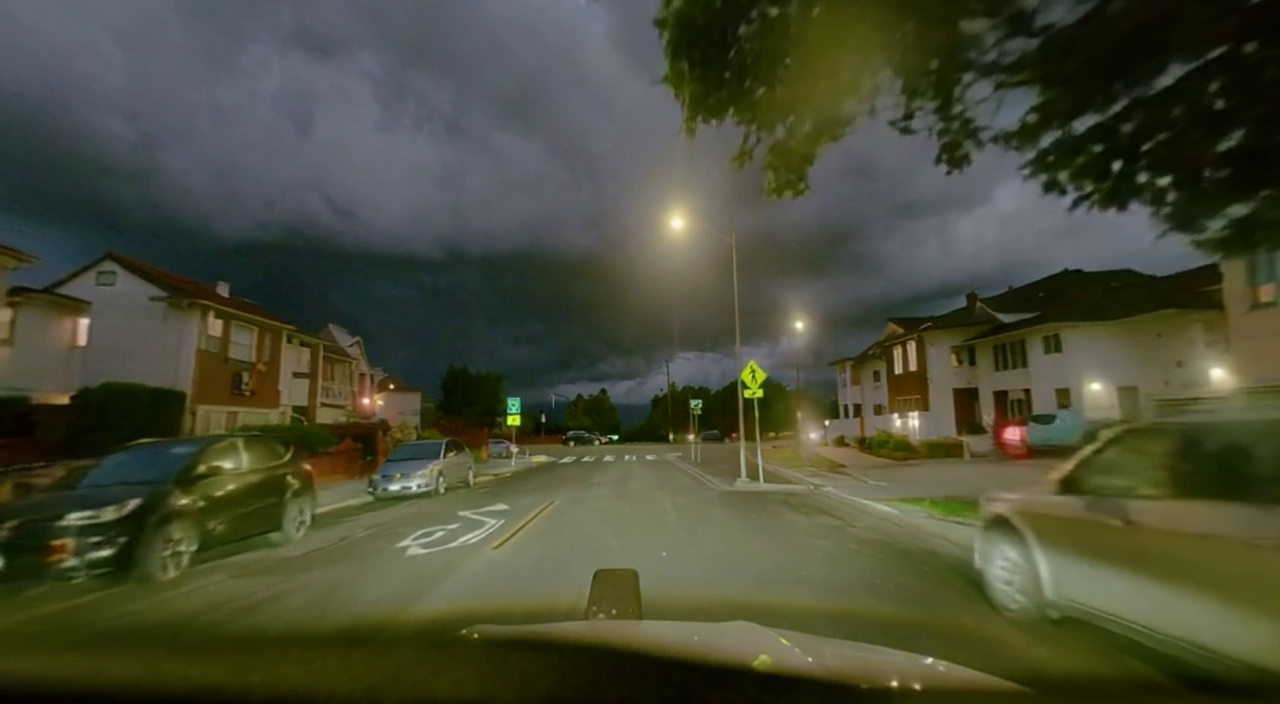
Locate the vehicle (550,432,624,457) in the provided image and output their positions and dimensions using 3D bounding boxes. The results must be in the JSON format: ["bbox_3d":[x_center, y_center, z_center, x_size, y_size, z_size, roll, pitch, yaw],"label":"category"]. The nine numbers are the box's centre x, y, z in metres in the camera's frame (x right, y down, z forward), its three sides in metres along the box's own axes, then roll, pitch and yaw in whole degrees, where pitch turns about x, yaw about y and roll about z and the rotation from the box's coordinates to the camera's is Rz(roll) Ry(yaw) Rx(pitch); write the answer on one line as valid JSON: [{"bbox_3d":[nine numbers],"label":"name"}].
[{"bbox_3d":[-4.008,7.028,47.935,5.181,1.768,2.139,4,-9,-25],"label":"vehicle"}]

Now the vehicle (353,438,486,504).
[{"bbox_3d":[-5.467,2.981,16.270,1.919,1.464,4.155,0,-8,0],"label":"vehicle"}]

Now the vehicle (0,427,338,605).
[{"bbox_3d":[-5.429,1.697,7.425,1.842,1.540,3.704,0,-8,0],"label":"vehicle"}]

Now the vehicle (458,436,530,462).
[{"bbox_3d":[-10.147,6.733,43.750,4.639,1.700,2.002,3,-9,-19],"label":"vehicle"}]

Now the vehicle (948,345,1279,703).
[{"bbox_3d":[3.493,0.863,2.841,1.997,1.663,4.544,-1,-8,2],"label":"vehicle"}]
